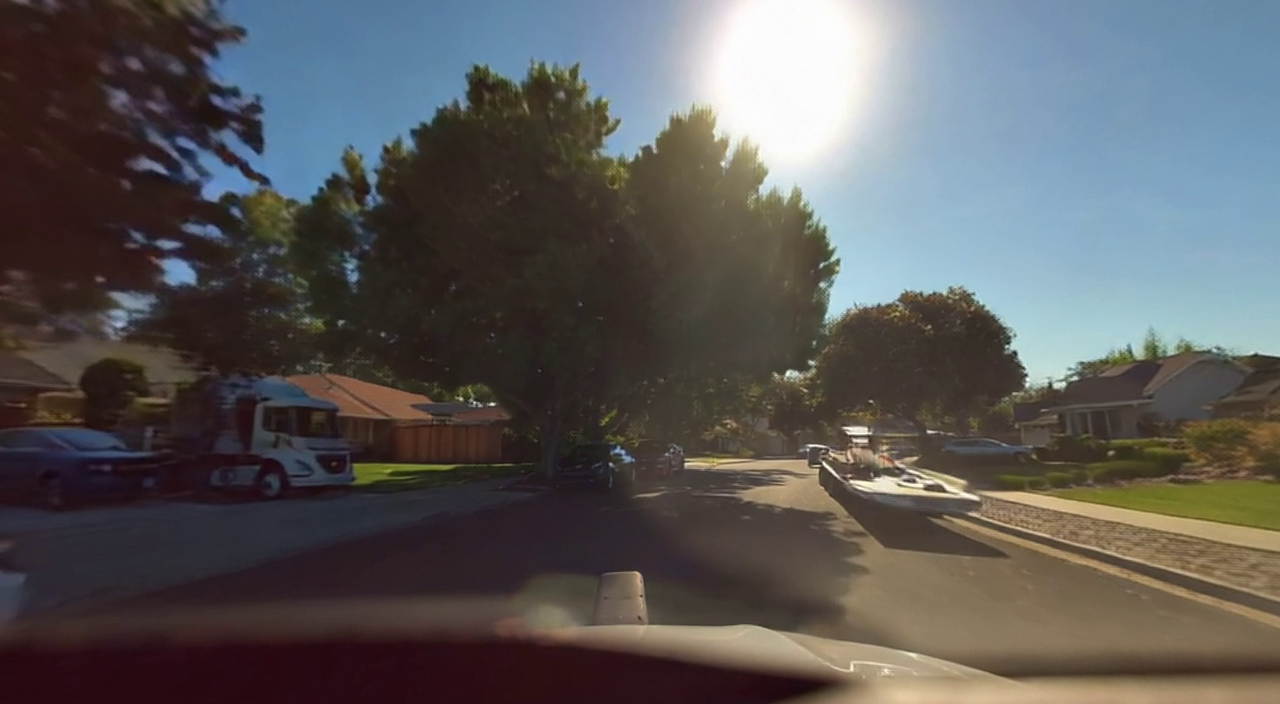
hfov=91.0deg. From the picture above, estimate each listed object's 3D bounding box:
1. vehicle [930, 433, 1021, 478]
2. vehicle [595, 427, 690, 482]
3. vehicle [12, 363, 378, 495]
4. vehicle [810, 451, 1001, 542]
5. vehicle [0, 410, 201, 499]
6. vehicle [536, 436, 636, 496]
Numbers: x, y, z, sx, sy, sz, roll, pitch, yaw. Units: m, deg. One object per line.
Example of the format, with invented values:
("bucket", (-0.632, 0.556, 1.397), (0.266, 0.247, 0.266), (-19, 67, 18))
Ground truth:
("vehicle", (16.397, 5.041, 30.851), (3.470, 2.123, 1.584), (0, -8, 1))
("vehicle", (0.303, 4.717, 29.141), (2.632, 2.249, 6.179), (-3, -9, 17))
("vehicle", (-11.513, 2.102, 16.760), (7.767, 3.105, 2.858), (-1, -9, 6))
("vehicle", (5.597, 3.084, 14.565), (2.804, 1.336, 6.700), (-1, -7, 12))
("vehicle", (-12.553, 2.235, 13.874), (4.360, 1.746, 2.079), (-1, -9, 9))
("vehicle", (-1.631, 3.722, 20.929), (2.052, 1.745, 4.737), (-2, -9, 11))
